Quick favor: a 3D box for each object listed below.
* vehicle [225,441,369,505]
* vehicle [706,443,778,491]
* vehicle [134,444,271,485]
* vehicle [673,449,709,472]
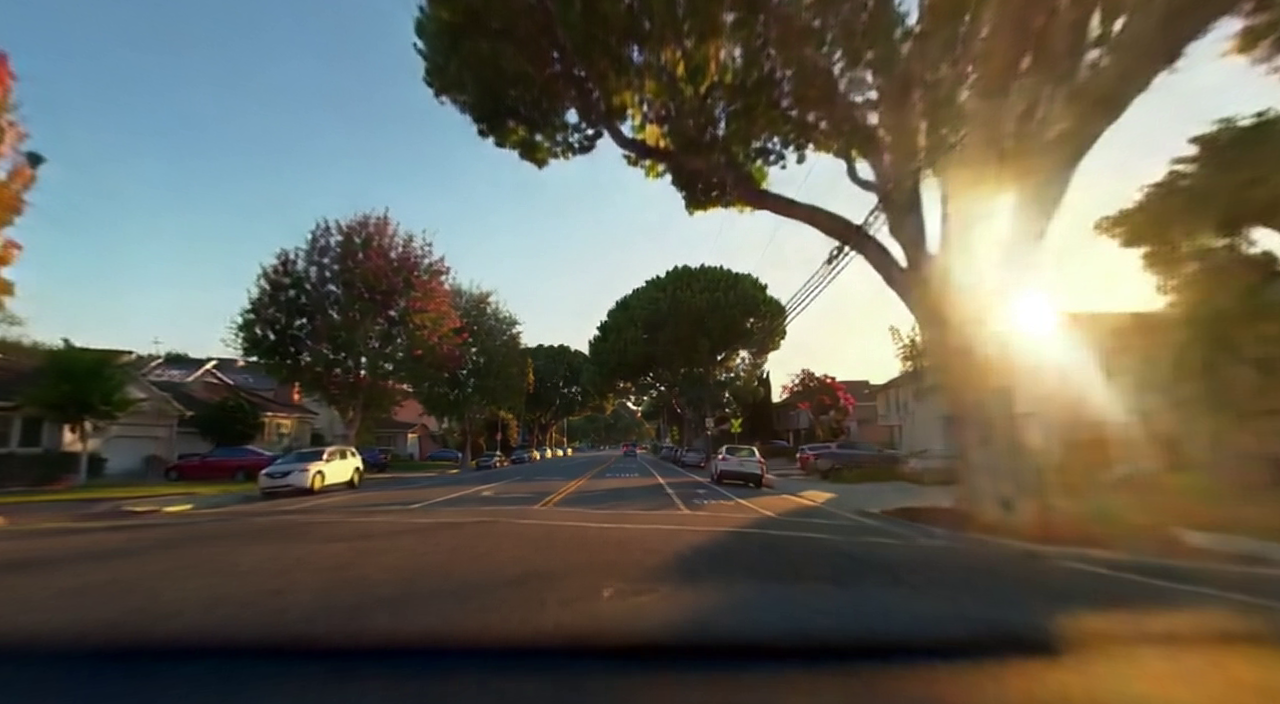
[{"bbox_3d":[-11.968,4.222,22.651,2.199,1.988,5.454,0,-9,-2],"label":"vehicle"},{"bbox_3d":[4.025,4.600,25.669,2.027,1.751,4.433,0,-9,-2],"label":"vehicle"},{"bbox_3d":[-19.195,4.930,27.898,4.450,1.677,2.027,0,-9,-3],"label":"vehicle"},{"bbox_3d":[3.682,7.899,46.311,1.920,1.541,4.709,0,-9,-4],"label":"vehicle"}]
